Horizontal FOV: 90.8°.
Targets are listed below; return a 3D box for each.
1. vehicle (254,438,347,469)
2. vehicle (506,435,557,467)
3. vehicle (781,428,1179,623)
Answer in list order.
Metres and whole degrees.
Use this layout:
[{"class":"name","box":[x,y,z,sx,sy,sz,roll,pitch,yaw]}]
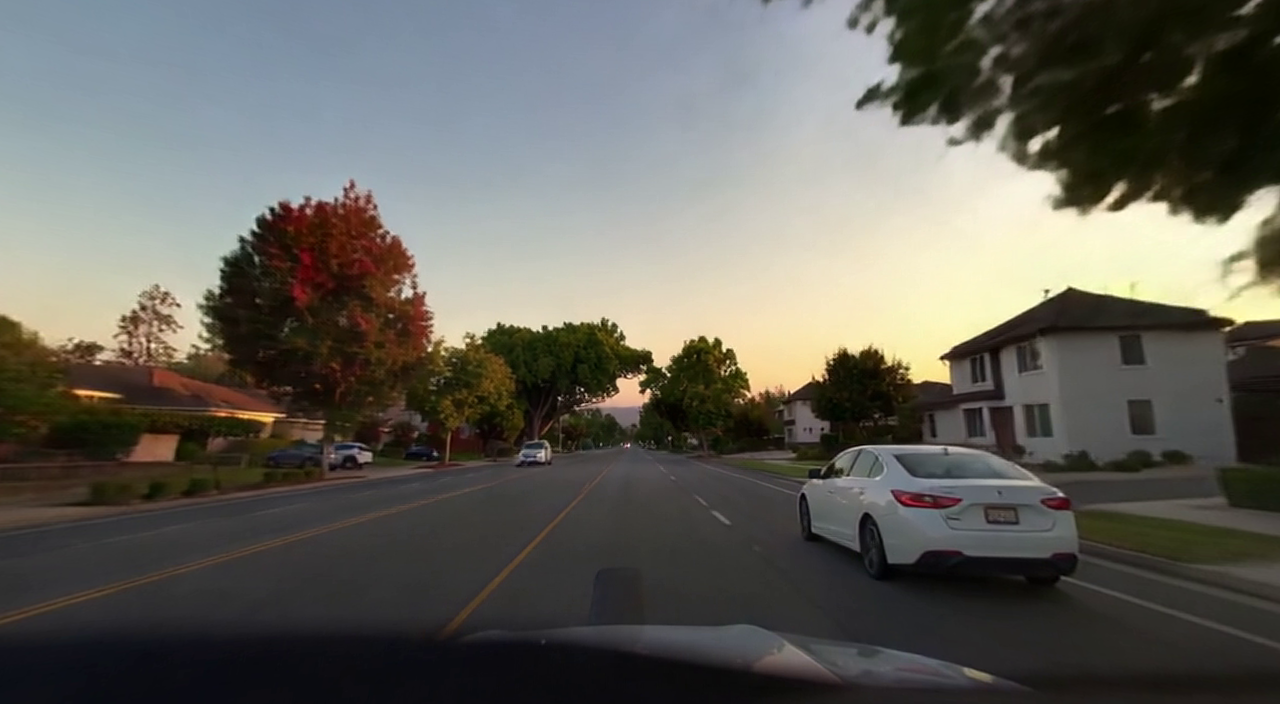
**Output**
[{"class":"vehicle","box":[-20.647,6.168,38.541,4.445,1.822,2.095,-1,-9,4]},{"class":"vehicle","box":[-7.215,6.690,42.781,2.334,1.985,6.274,0,-9,0]},{"class":"vehicle","box":[3.129,1.669,7.096,2.057,1.493,4.225,0,-9,-1]}]
